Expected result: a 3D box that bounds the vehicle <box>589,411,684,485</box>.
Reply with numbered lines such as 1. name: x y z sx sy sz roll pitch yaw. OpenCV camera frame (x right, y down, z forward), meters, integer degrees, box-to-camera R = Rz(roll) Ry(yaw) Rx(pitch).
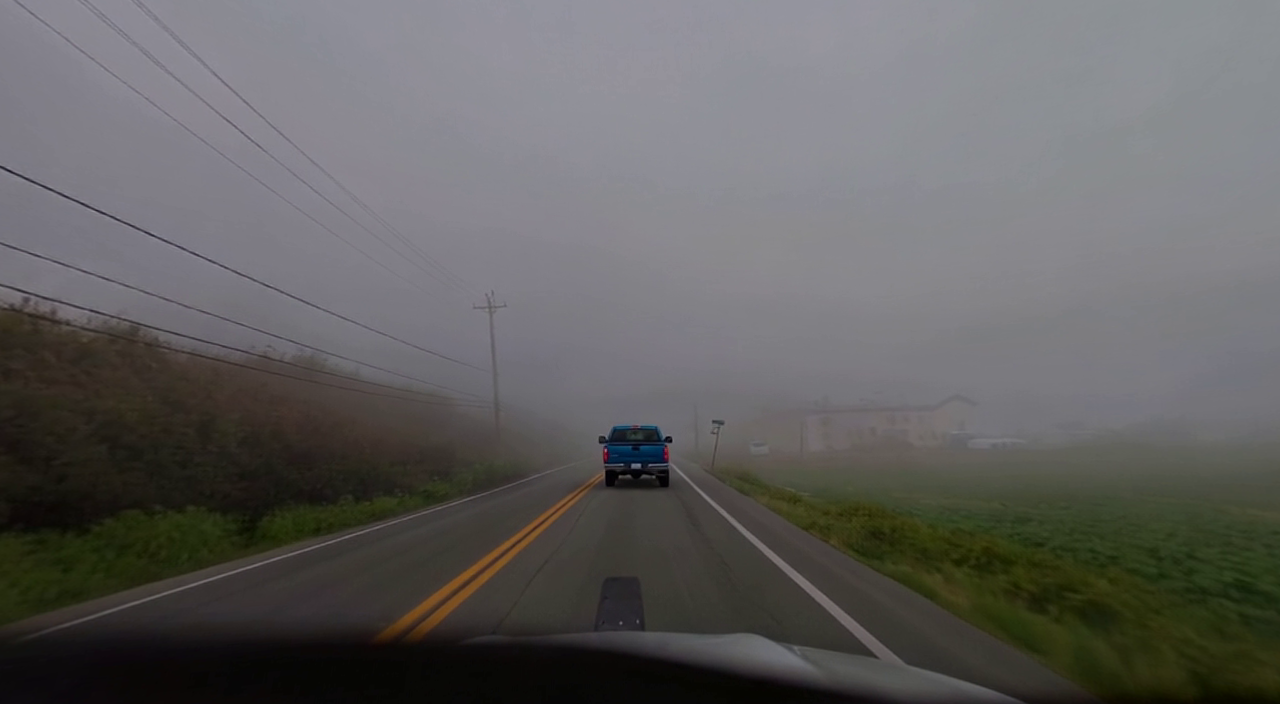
1. vehicle: -0.143 3.610 23.907 3.021 2.326 7.410 0 -8 -1
